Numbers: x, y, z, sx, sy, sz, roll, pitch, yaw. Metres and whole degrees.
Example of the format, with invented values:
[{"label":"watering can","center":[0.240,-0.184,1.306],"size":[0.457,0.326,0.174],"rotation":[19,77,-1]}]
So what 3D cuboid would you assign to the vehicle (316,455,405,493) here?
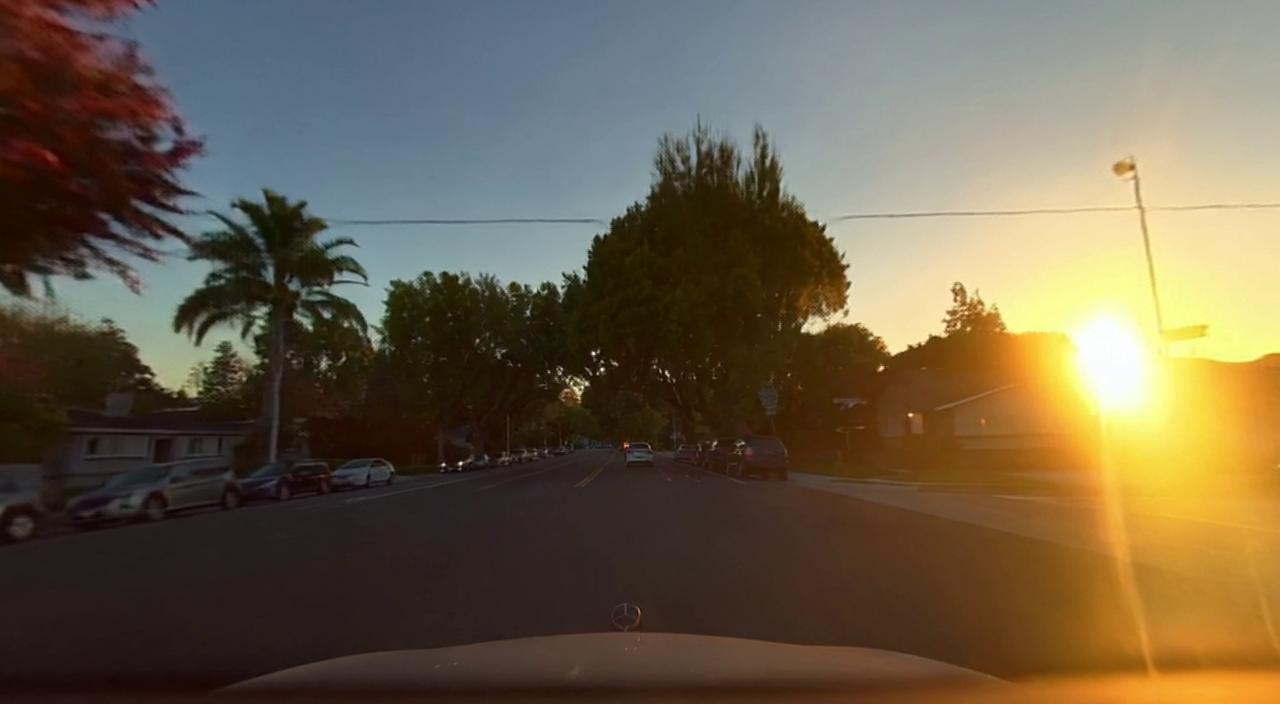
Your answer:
[{"label":"vehicle","center":[-12.646,5.518,28.937],"size":[1.835,1.488,4.696],"rotation":[0,-9,1]}]

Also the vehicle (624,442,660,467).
[{"label":"vehicle","center":[0.070,6.277,38.804],"size":[2.022,1.471,3.973],"rotation":[0,-9,-2]}]

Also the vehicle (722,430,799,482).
[{"label":"vehicle","center":[5.081,4.445,27.435],"size":[2.195,2.000,4.789],"rotation":[0,-8,-3]}]

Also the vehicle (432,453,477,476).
[{"label":"vehicle","center":[-12.817,7.764,43.851],"size":[1.819,1.443,4.273],"rotation":[0,-9,0]}]

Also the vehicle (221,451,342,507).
[{"label":"vehicle","center":[-12.776,4.501,22.904],"size":[1.917,1.739,4.461],"rotation":[0,-9,-3]}]

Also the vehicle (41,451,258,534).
[{"label":"vehicle","center":[-12.640,3.568,16.862],"size":[1.904,1.805,5.100],"rotation":[0,-9,-4]}]

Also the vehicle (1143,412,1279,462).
[{"label":"vehicle","center":[23.531,3.499,25.788],"size":[1.990,1.816,4.755],"rotation":[0,-9,0]}]
